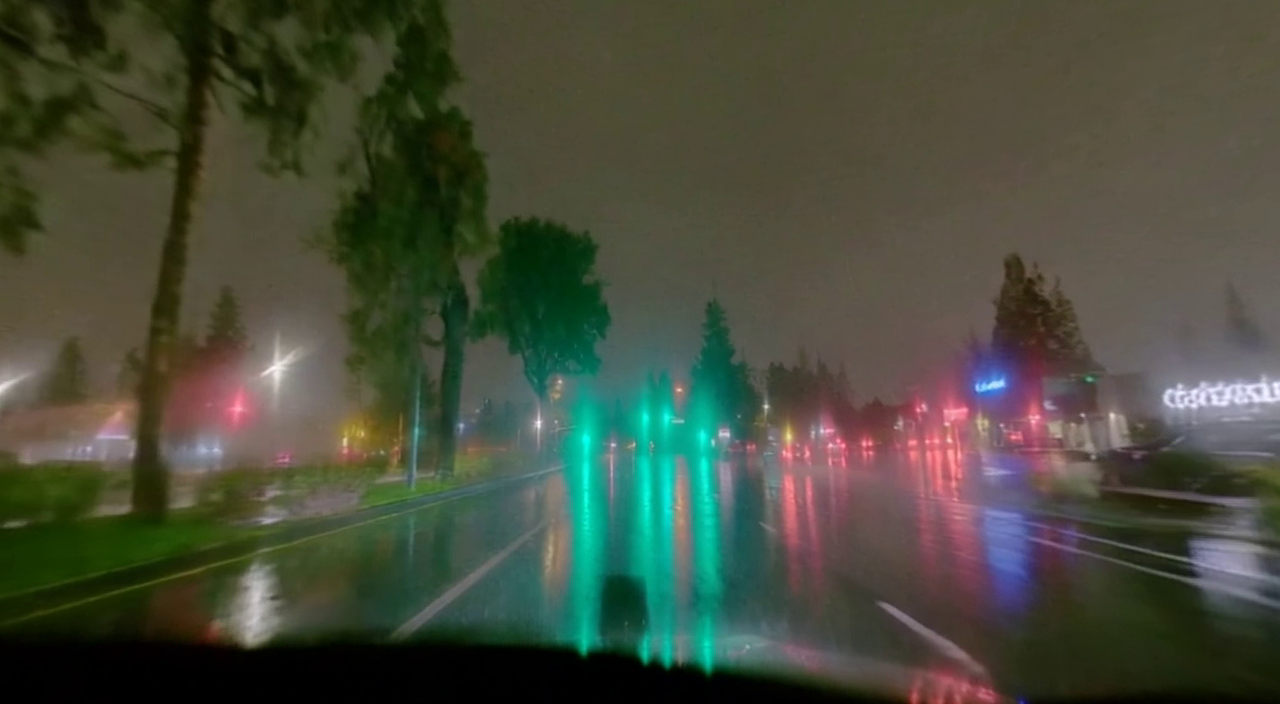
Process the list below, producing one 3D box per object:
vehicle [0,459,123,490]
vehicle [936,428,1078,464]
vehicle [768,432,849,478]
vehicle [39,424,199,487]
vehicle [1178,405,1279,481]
[{"bbox_3d":[-32.758,6.885,35.531,5.238,1.618,2.263,-1,-9,1],"label":"vehicle"},{"bbox_3d":[16.845,4.367,29.137,5.222,1.515,2.044,-1,-9,-1],"label":"vehicle"},{"bbox_3d":[7.070,4.378,27.019,2.084,1.736,4.754,0,-8,-1],"label":"vehicle"},{"bbox_3d":[-32.967,6.557,40.130,7.106,3.726,3.230,0,-8,1],"label":"vehicle"},{"bbox_3d":[16.644,2.186,15.745,4.422,1.738,1.995,-3,-8,1],"label":"vehicle"}]
